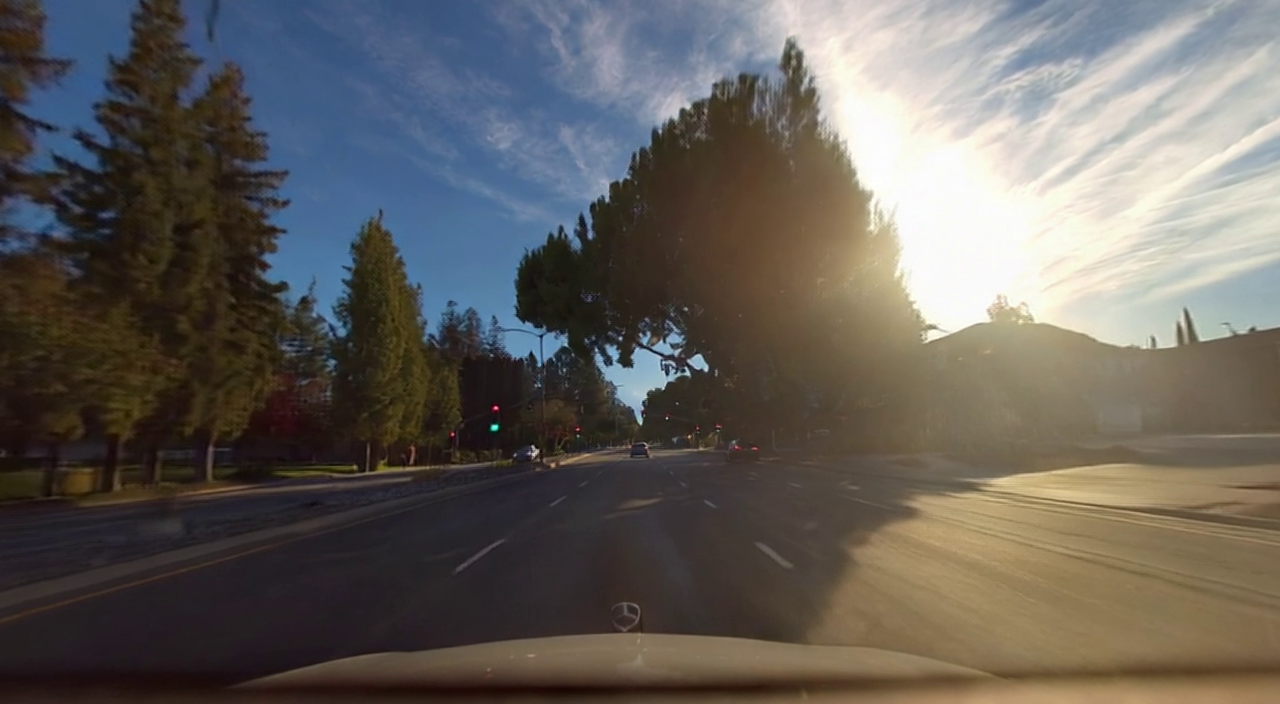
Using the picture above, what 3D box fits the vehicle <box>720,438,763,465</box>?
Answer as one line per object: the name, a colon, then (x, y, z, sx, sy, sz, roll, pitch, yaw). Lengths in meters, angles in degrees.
vehicle: (6.741, 6.639, 42.251, 2.011, 1.710, 4.357, 0, -9, -2)
